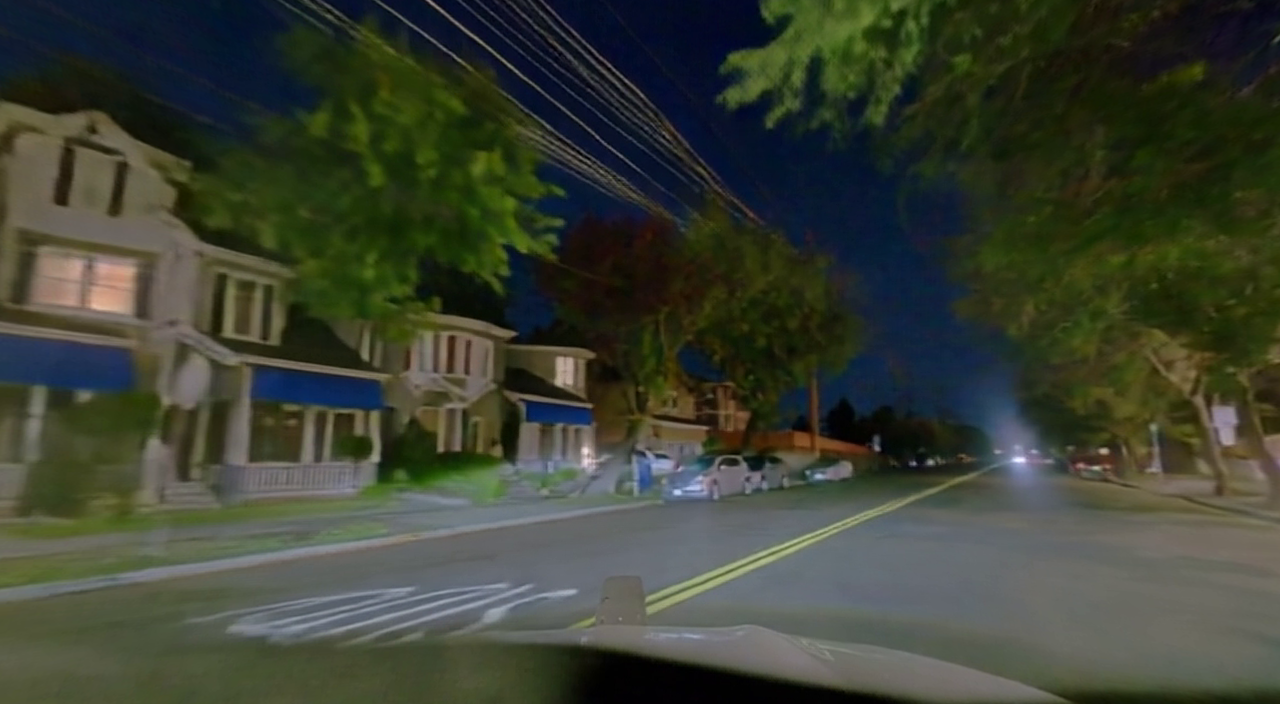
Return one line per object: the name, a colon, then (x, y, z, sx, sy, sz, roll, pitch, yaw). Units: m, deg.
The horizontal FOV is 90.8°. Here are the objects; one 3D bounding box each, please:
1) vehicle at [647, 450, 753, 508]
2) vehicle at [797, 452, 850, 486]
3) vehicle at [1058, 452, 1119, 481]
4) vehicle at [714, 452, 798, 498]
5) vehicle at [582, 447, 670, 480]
vehicle: (2.221, 4.347, 22.203, 1.975, 1.775, 4.509, -5, -10, 30)
vehicle: (10.654, 6.723, 36.551, 1.970, 1.785, 4.274, -5, -10, 29)
vehicle: (25.493, 6.513, 36.081, 2.052, 1.476, 4.438, -7, -11, 26)
vehicle: (4.964, 5.097, 26.622, 1.913, 1.723, 4.318, -6, -10, 32)
vehicle: (-0.804, 6.227, 35.613, 4.492, 1.725, 2.033, -4, -9, 26)
